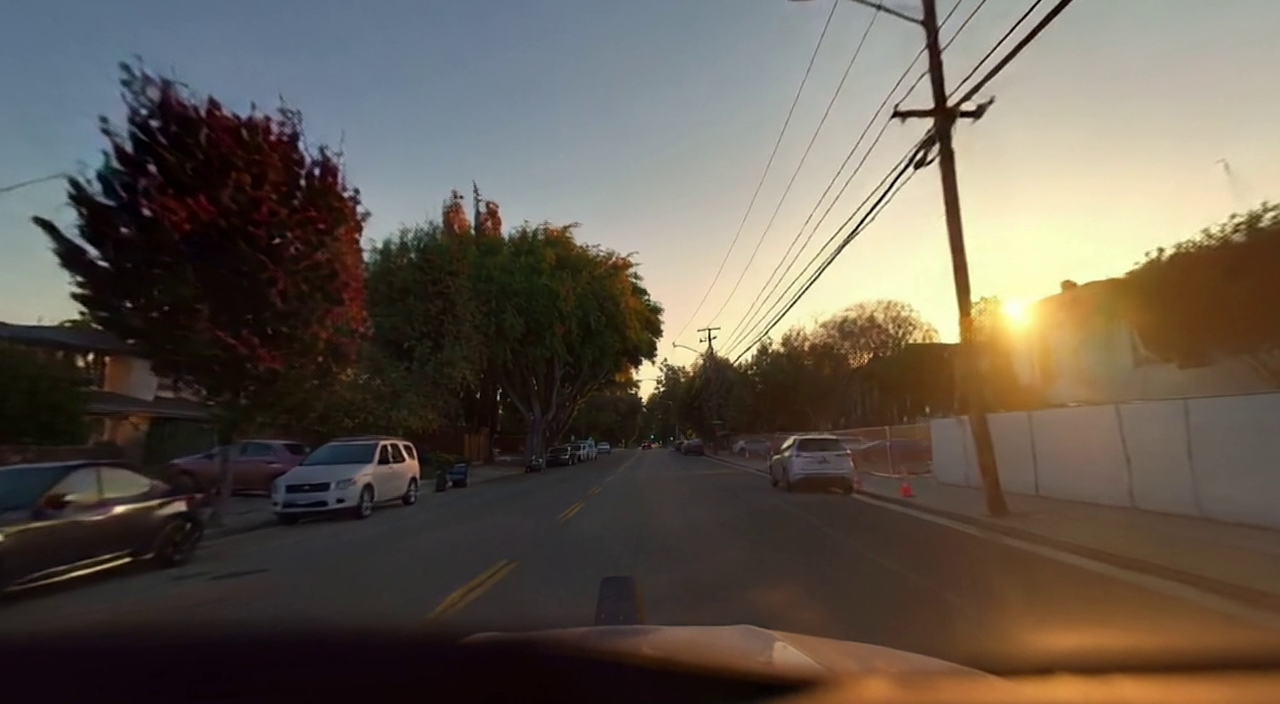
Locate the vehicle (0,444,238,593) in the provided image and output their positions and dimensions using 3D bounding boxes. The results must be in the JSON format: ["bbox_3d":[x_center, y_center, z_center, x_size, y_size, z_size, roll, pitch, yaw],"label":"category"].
[{"bbox_3d":[-7.514,1.957,7.939,2.041,1.480,4.474,-2,-9,-1],"label":"vehicle"}]

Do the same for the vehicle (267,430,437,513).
[{"bbox_3d":[-7.166,3.009,16.407,2.055,1.806,4.540,-1,-8,4],"label":"vehicle"}]

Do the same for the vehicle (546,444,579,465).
[{"bbox_3d":[-5.964,7.993,49.310,1.771,1.512,4.281,-1,-9,4],"label":"vehicle"}]

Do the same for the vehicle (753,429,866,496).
[{"bbox_3d":[4.437,2.966,17.284,1.902,1.542,4.099,-2,-8,0],"label":"vehicle"}]
